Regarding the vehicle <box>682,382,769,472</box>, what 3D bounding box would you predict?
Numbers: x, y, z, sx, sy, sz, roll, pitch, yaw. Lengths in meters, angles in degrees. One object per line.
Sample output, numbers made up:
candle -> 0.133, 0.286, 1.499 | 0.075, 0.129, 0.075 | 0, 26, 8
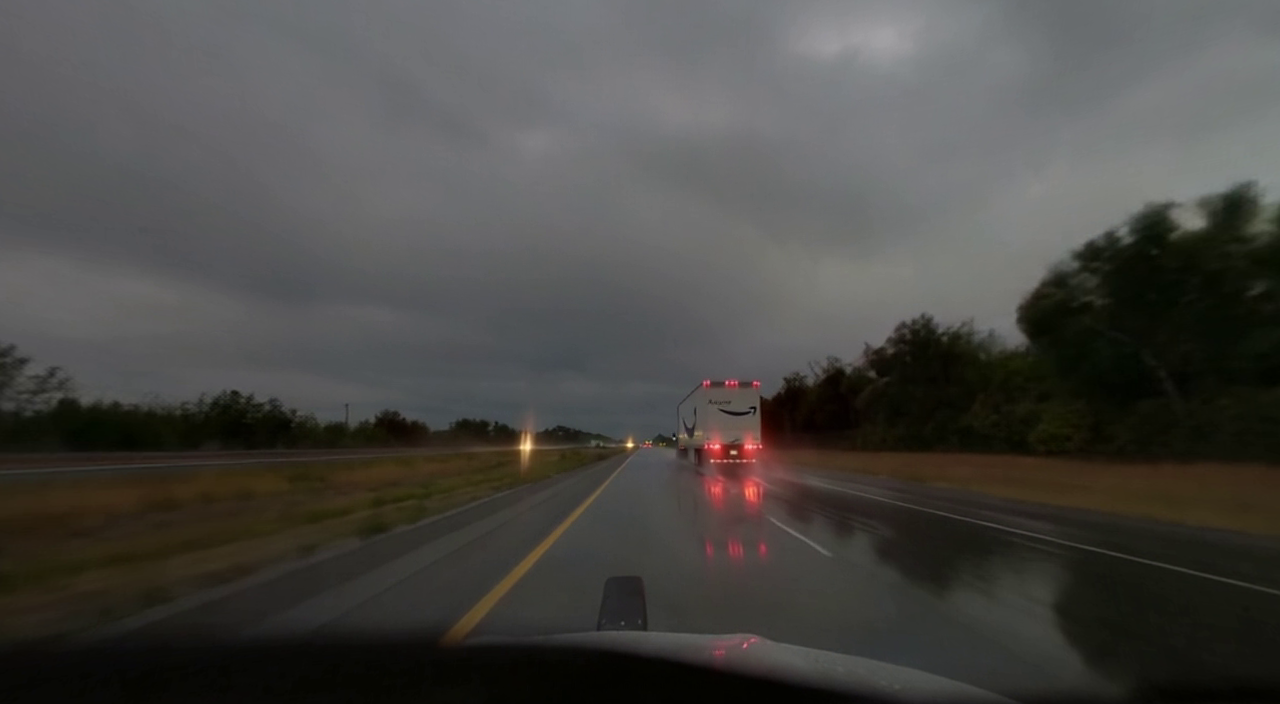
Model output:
vehicle -> 4.687, 4.854, 38.906 | 3.190, 4.365, 16.625 | 0, -8, 0
